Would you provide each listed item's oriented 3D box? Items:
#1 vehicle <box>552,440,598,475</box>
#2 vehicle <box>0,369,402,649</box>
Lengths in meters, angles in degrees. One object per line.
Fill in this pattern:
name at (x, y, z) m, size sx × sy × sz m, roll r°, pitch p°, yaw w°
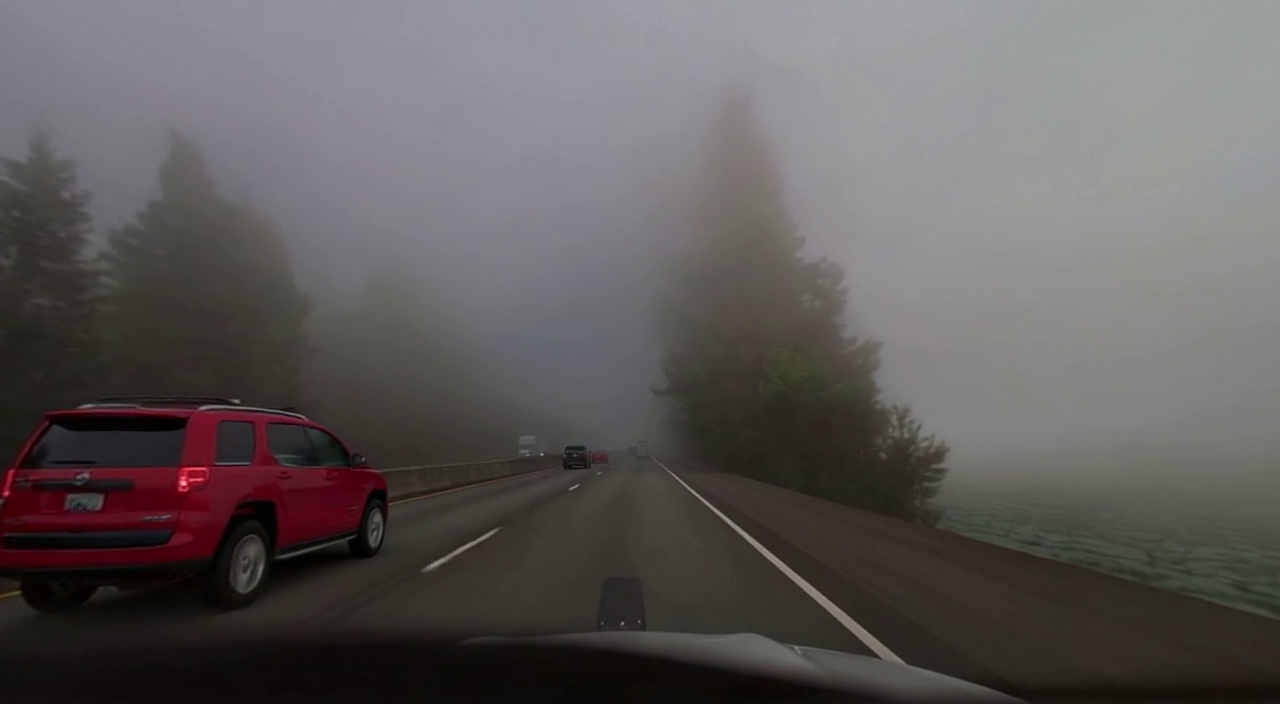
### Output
vehicle at (-3.602, 5.930, 35.694) m, size 2.056 × 1.811 × 4.202 m, roll -1°, pitch -9°, yaw 2°
vehicle at (-4.588, 1.447, 6.820) m, size 2.102 × 1.941 × 4.703 m, roll 0°, pitch -9°, yaw 1°
